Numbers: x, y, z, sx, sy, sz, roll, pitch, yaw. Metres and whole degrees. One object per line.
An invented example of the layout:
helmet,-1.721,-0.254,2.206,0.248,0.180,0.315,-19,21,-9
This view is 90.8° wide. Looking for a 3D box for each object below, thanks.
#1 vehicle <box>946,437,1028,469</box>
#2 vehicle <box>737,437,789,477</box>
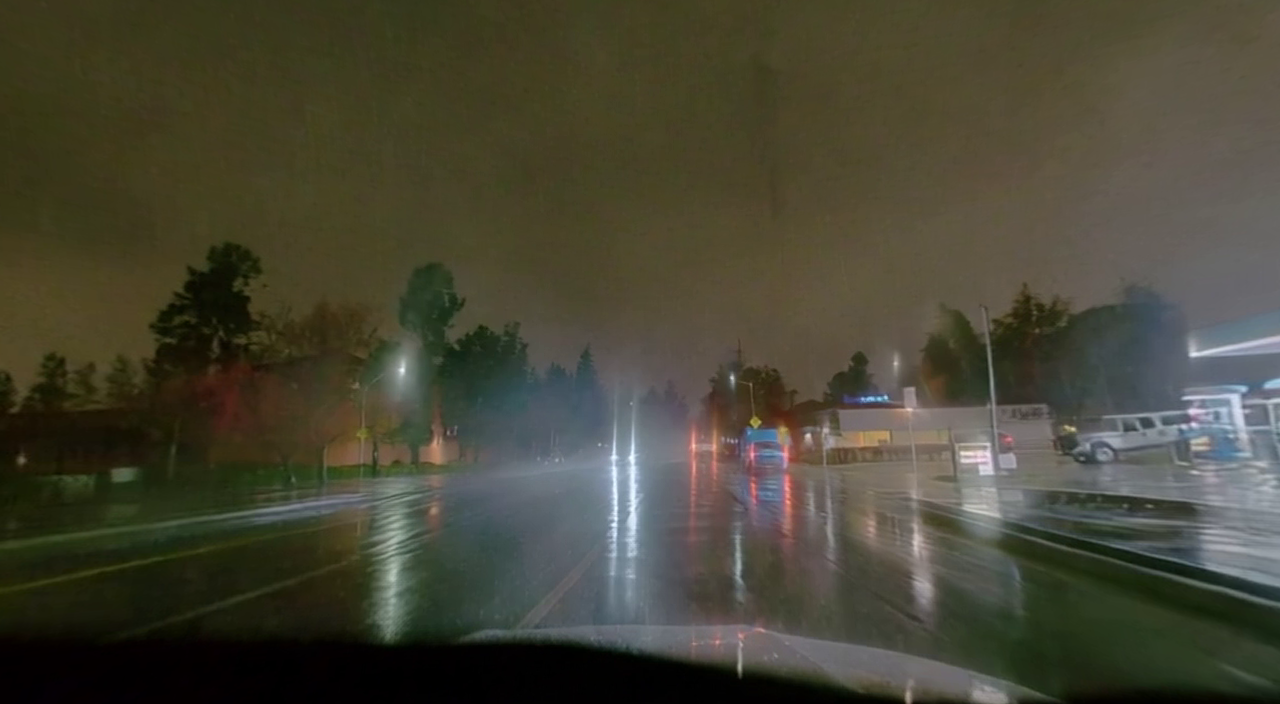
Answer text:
vehicle,16.877,4.944,30.986,1.919,1.411,4.440,-1,-9,7
vehicle,6.266,5.399,32.812,2.194,1.896,5.049,-1,-9,6
